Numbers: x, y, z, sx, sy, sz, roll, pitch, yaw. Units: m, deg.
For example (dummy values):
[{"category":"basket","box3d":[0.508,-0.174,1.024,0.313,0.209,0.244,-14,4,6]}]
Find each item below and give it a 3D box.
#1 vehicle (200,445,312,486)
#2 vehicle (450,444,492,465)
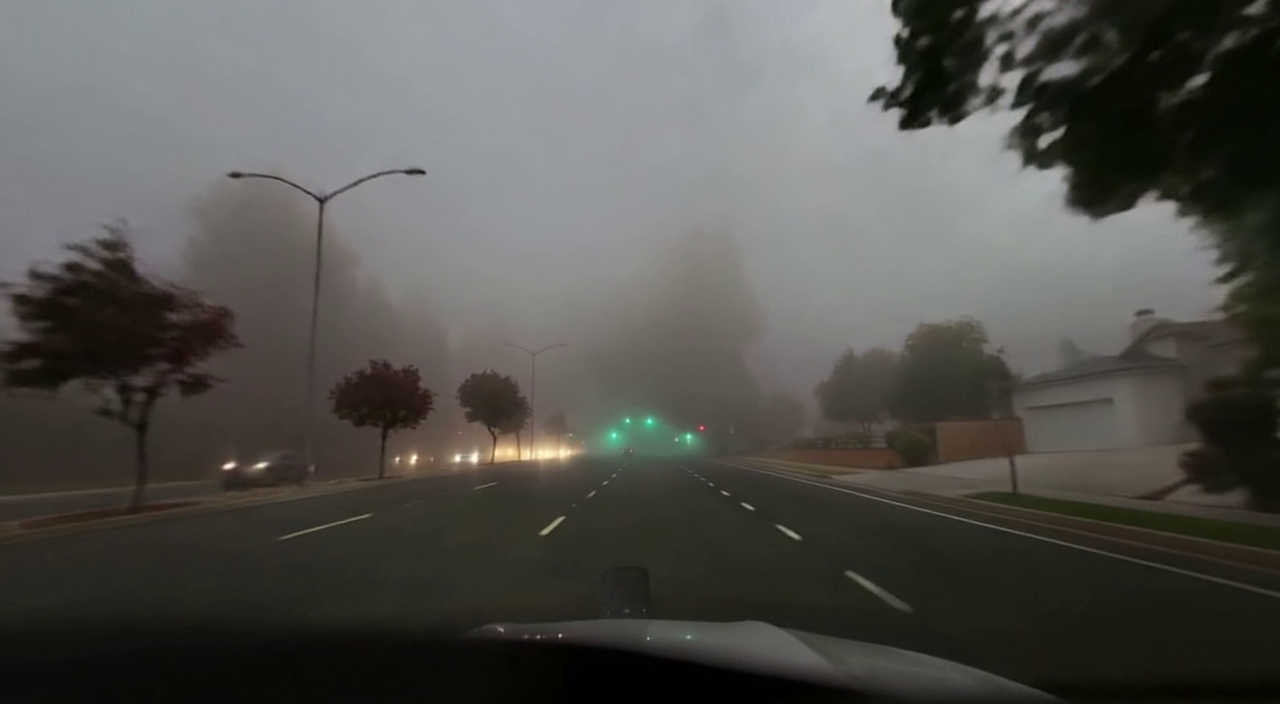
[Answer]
[{"category":"vehicle","box3d":[-17.055,5.053,28.307,2.118,1.661,4.507,0,-9,1]},{"category":"vehicle","box3d":[-12.923,7.821,48.355,1.994,1.518,4.072,0,-9,1]}]
